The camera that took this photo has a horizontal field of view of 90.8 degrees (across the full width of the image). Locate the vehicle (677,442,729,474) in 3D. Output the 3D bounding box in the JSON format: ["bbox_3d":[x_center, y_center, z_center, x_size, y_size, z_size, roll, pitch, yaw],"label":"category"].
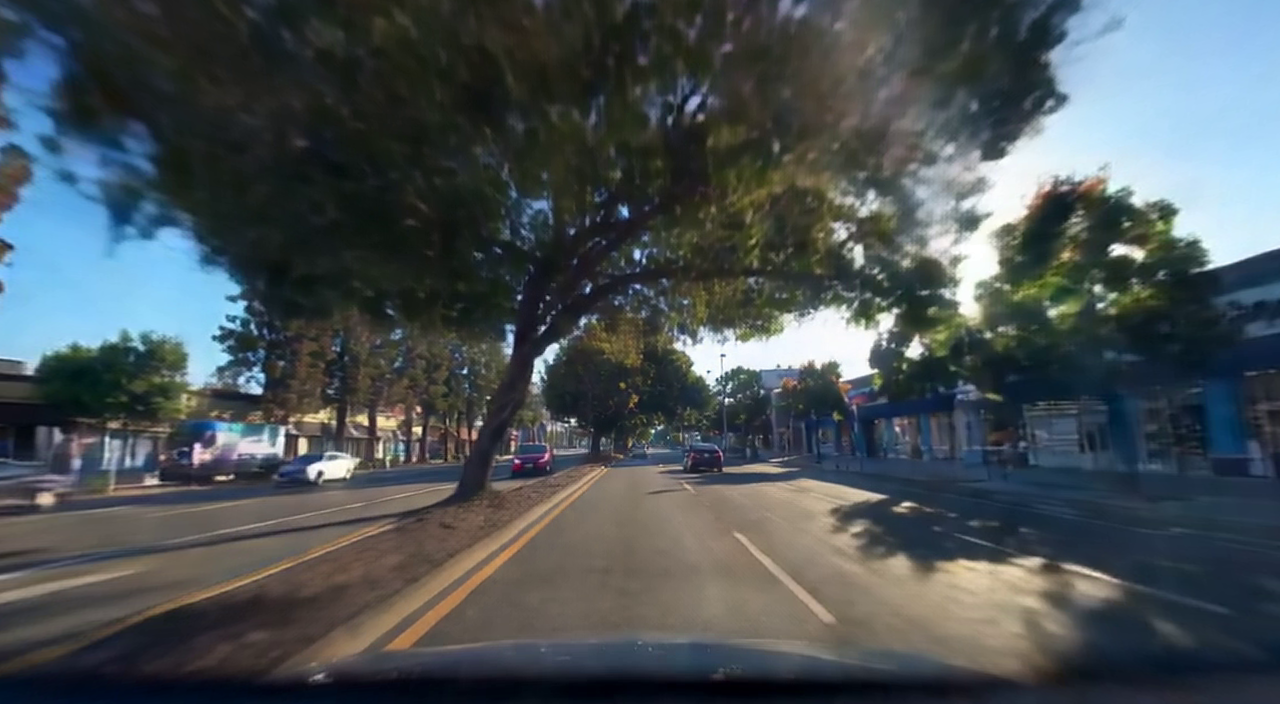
[{"bbox_3d":[3.116,5.328,32.076,1.983,1.482,4.463,0,-9,-2],"label":"vehicle"}]

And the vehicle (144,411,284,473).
[{"bbox_3d":[-27.822,6.009,42.030,2.804,3.714,8.815,0,-9,2],"label":"vehicle"}]

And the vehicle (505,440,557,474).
[{"bbox_3d":[-5.623,5.494,33.212,2.100,1.639,4.268,0,-9,-2],"label":"vehicle"}]

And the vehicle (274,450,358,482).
[{"bbox_3d":[-16.310,5.750,32.070,1.989,1.466,4.349,0,-9,0],"label":"vehicle"}]
